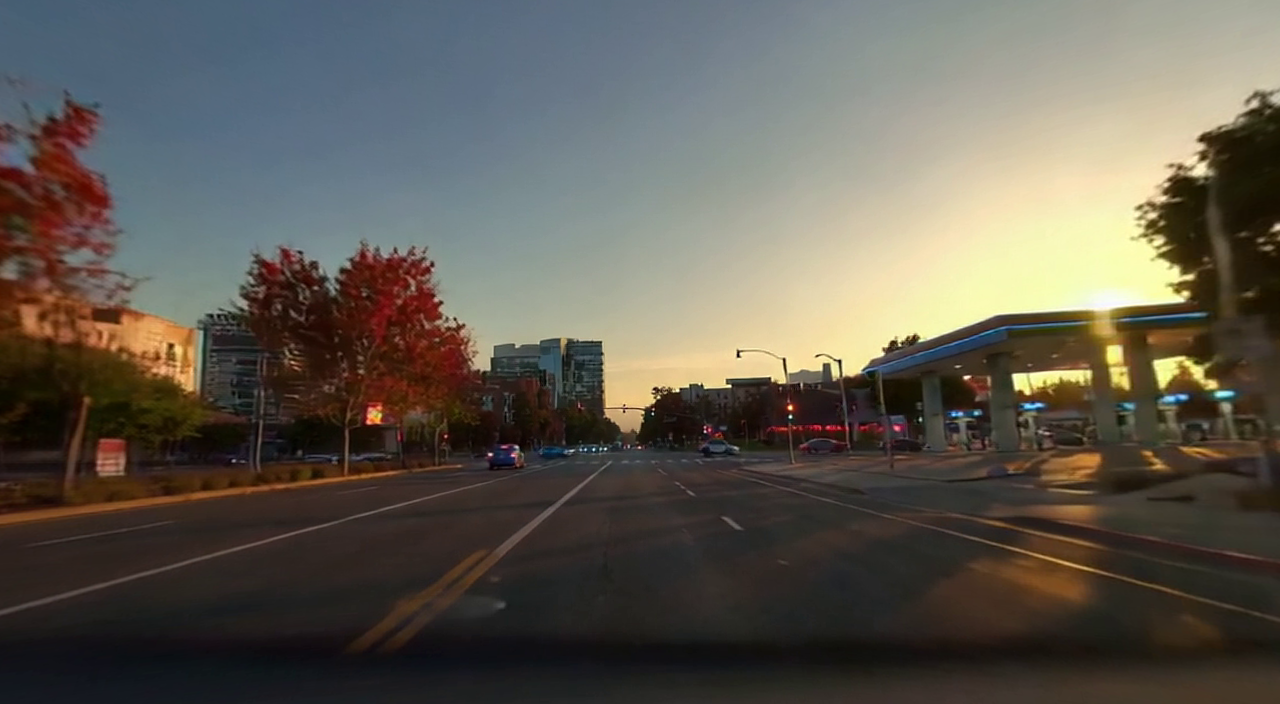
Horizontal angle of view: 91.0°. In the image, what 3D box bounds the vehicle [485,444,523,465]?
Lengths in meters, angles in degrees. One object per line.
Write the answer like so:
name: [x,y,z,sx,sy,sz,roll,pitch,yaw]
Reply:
vehicle: [-10.379,7.842,48.387,1.899,1.460,4.880,0,-8,0]
